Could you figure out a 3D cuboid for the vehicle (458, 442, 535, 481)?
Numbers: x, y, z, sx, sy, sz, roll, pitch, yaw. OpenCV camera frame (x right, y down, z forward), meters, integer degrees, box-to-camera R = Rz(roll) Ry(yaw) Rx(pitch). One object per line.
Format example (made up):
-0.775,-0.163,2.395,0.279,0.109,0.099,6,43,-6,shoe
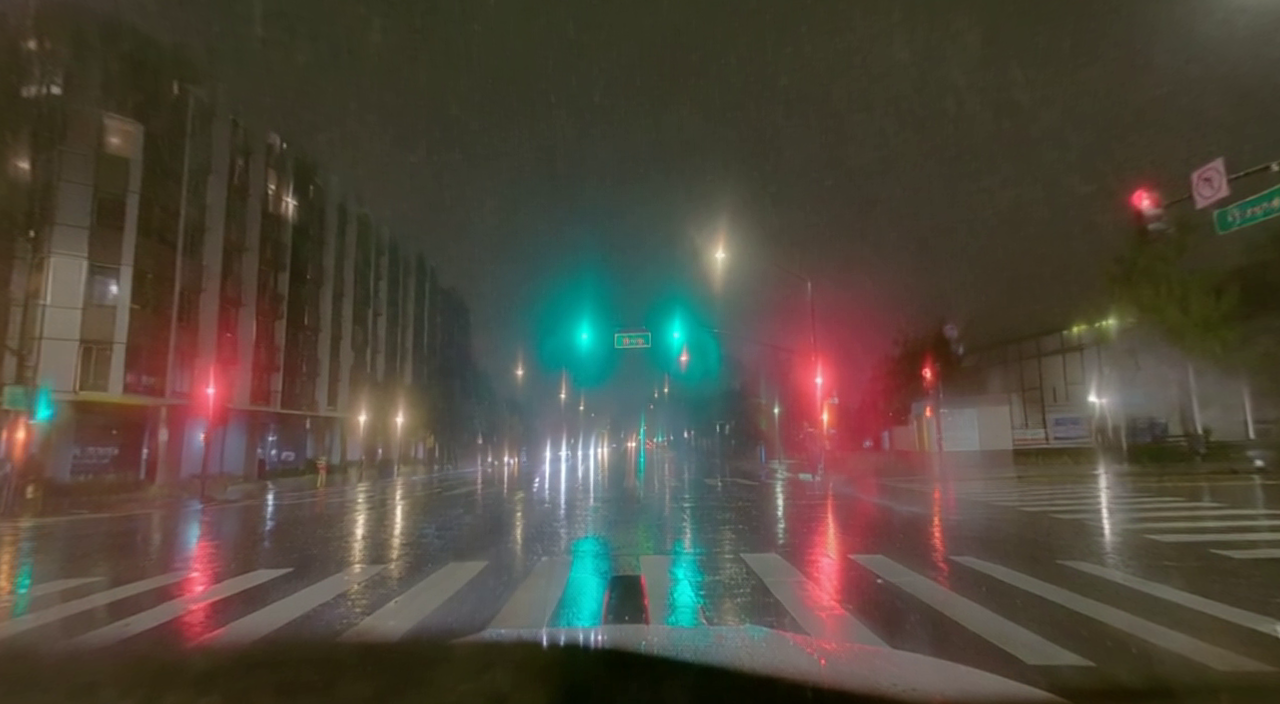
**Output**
-5.883,4.544,26.482,2.127,1.473,4.428,0,-8,1,vehicle
